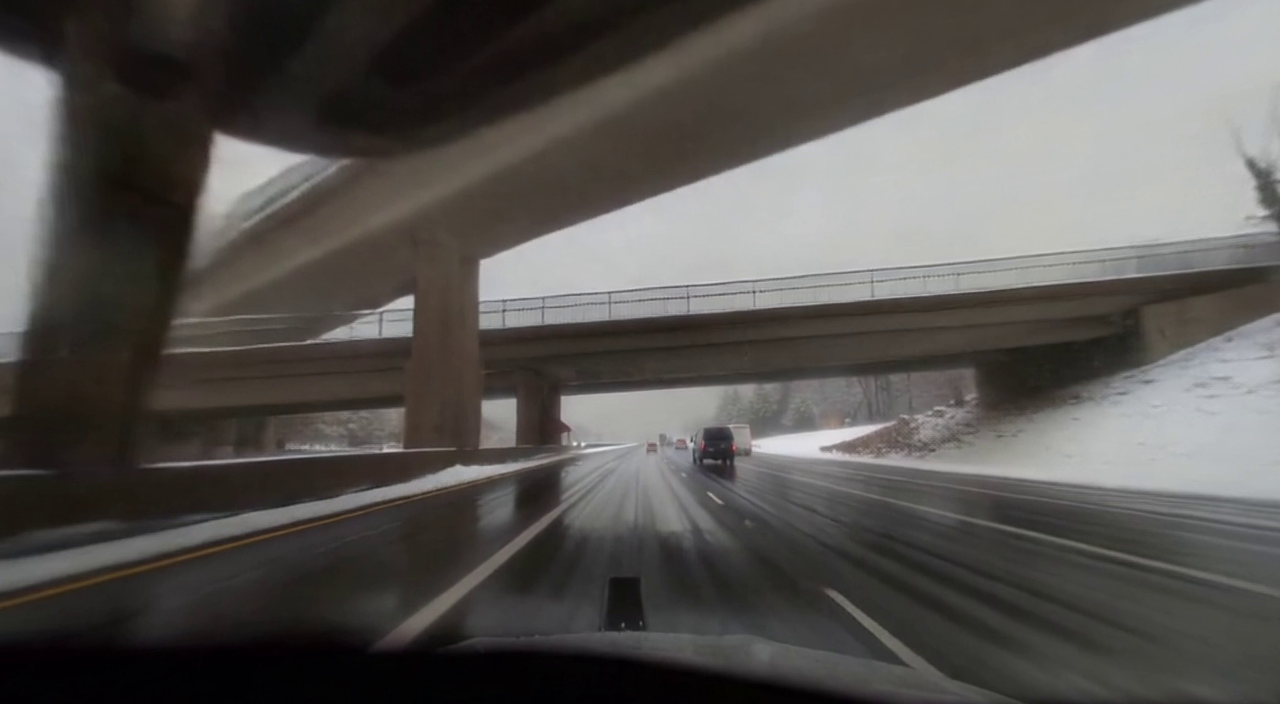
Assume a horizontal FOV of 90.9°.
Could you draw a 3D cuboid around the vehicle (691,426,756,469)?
[{"bbox_3d":[4.188,4.965,32.733,2.505,2.020,5.532,0,-8,-1],"label":"vehicle"}]
